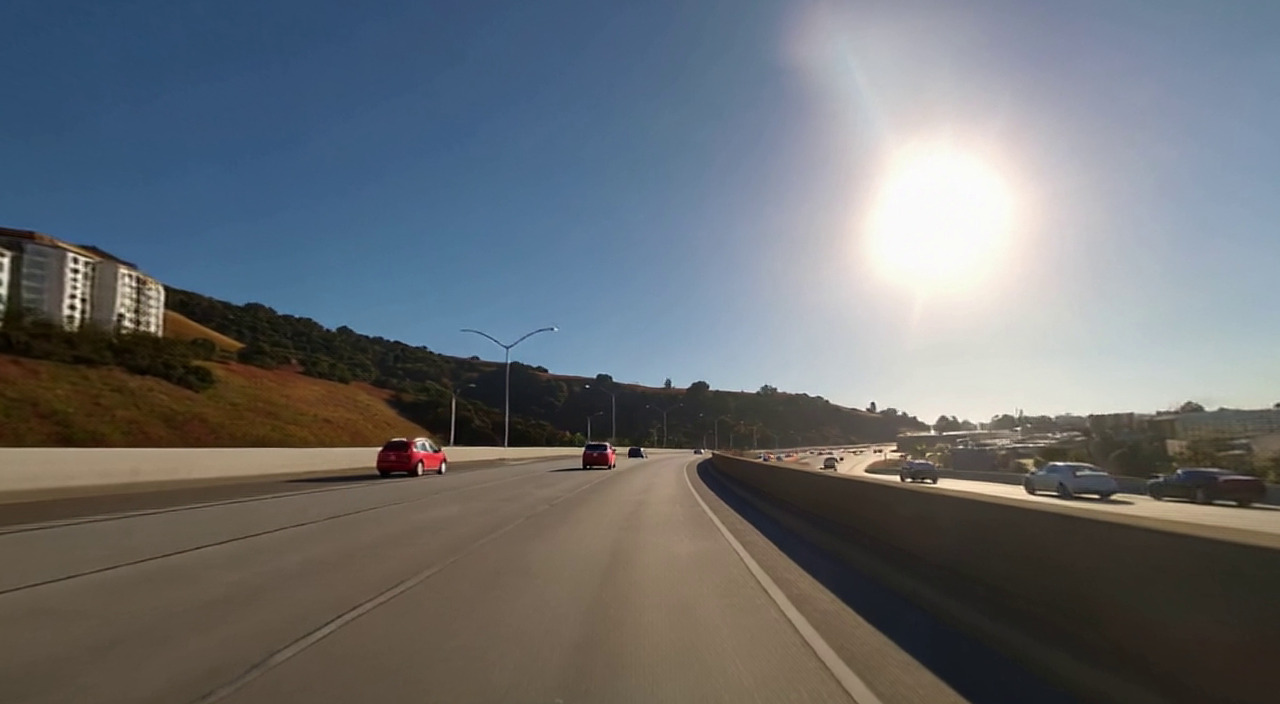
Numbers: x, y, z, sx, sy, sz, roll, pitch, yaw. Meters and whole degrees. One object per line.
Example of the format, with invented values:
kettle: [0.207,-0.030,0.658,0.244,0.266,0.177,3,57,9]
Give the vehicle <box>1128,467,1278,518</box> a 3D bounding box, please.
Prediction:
vehicle: [21.500,5.330,24.396,2.010,1.620,4.347,-1,-8,5]

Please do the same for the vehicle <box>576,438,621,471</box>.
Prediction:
vehicle: [-2.334,5.916,36.456,2.028,1.782,4.150,-1,-8,4]

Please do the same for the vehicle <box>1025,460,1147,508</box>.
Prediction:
vehicle: [17.196,5.065,24.629,1.786,1.559,4.496,-1,-8,5]

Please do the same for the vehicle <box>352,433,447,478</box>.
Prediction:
vehicle: [-10.207,4.427,27.204,2.039,1.746,4.528,-1,-8,4]
